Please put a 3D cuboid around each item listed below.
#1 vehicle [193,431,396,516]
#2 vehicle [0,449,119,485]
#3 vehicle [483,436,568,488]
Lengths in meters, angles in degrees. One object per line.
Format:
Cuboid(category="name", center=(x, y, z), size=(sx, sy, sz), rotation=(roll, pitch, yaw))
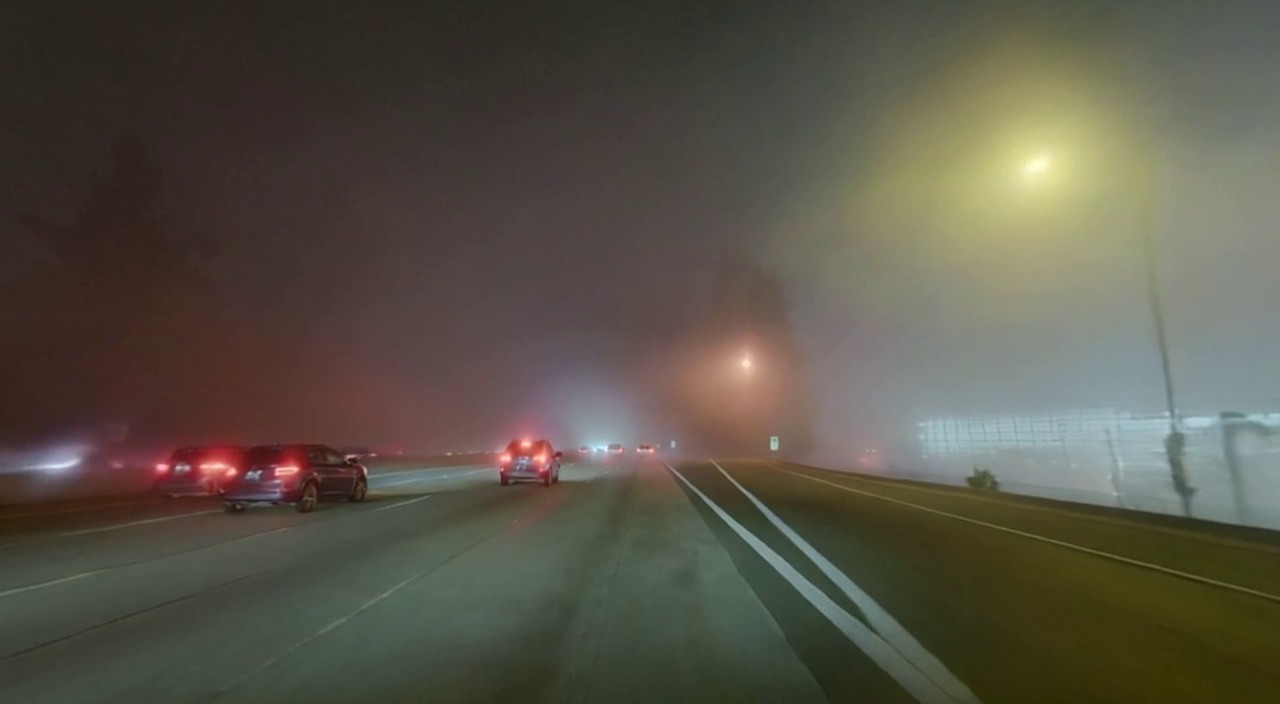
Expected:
Cuboid(category="vehicle", center=(-7.744, 2.753, 14.786), size=(2.071, 1.661, 4.540), rotation=(0, -9, 1))
Cuboid(category="vehicle", center=(-27.322, 5.294, 29.347), size=(1.885, 1.530, 4.800), rotation=(0, -9, 0))
Cuboid(category="vehicle", center=(-4.020, 3.958, 22.963), size=(2.158, 1.717, 4.375), rotation=(0, -9, 2))
